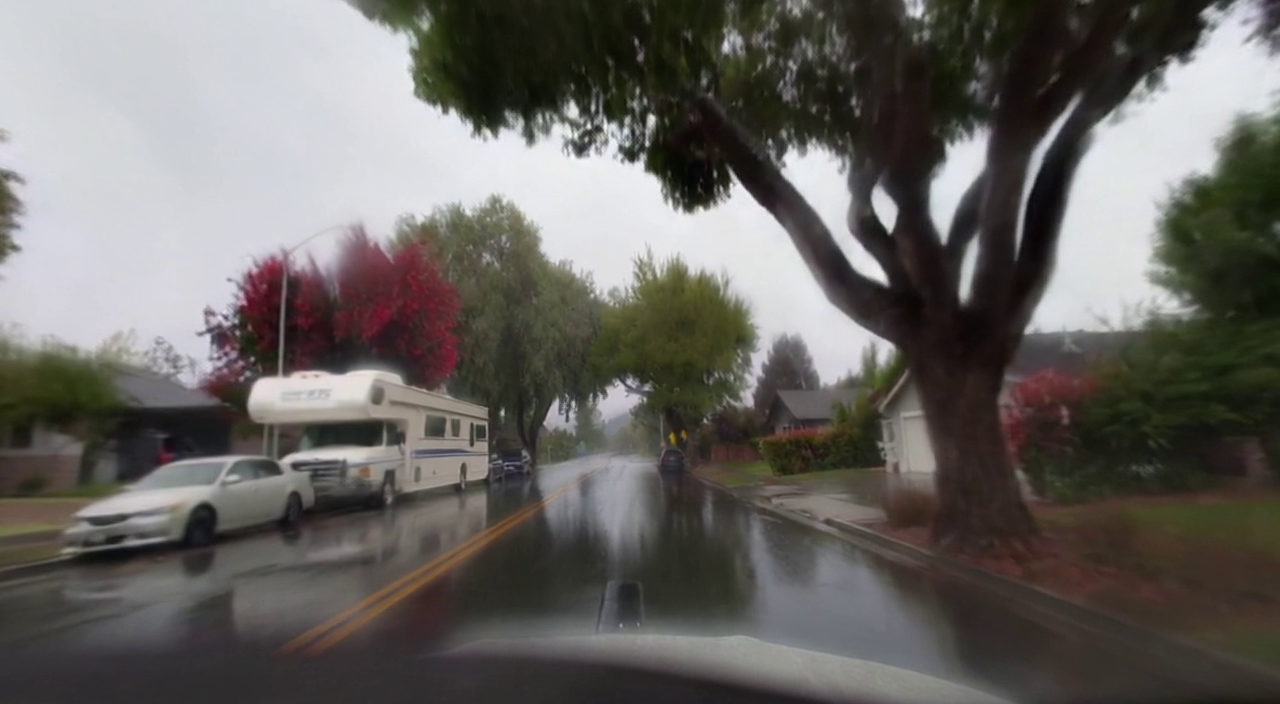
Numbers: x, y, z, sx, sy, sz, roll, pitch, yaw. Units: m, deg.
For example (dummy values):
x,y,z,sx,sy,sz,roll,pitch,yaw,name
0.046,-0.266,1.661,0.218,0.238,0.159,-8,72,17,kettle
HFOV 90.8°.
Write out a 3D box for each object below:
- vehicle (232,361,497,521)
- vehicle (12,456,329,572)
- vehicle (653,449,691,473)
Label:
x,y,z,sx,sy,sz,roll,pitch,yaw,name
-7.355,2.966,19.801,3.103,3.479,11.801,-1,-10,-1,vehicle
-7.375,2.528,10.721,1.932,1.438,4.552,0,-9,-1,vehicle
2.111,7.445,43.437,2.167,1.479,4.597,0,-9,-3,vehicle
